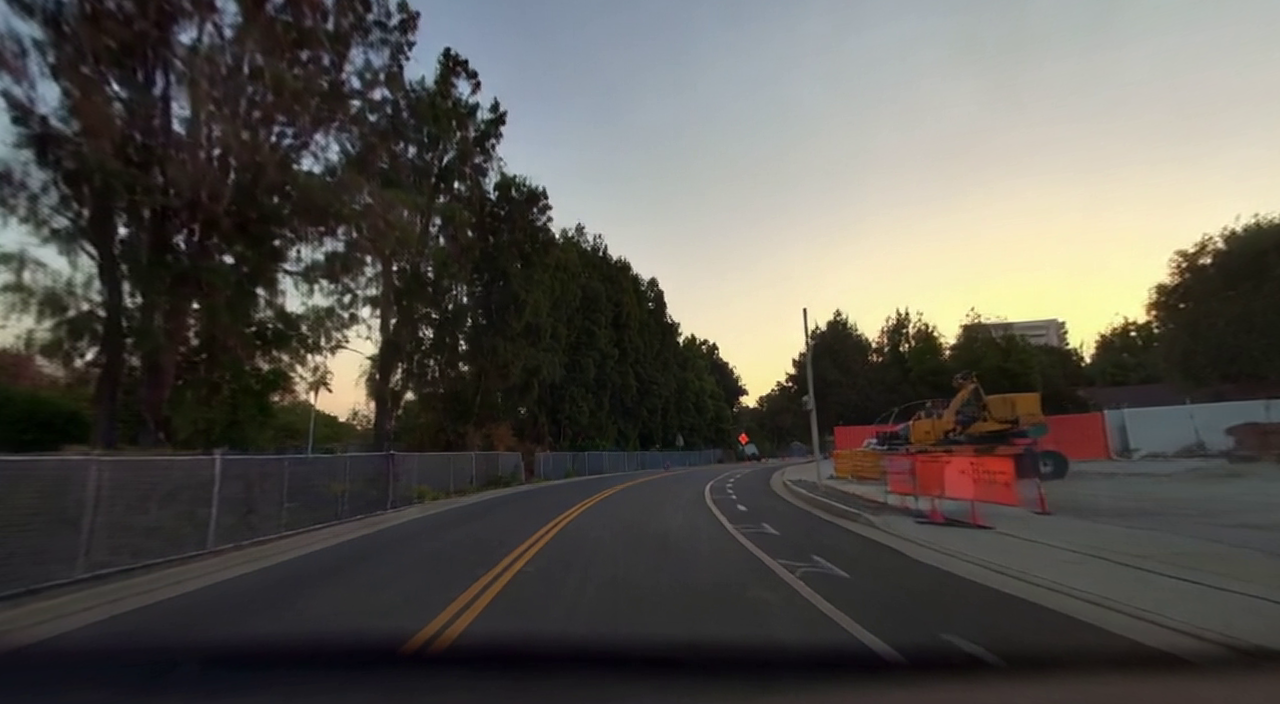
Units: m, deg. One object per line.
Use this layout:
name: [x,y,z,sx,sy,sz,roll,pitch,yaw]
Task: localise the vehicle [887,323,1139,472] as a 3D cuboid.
vehicle: [11.222,1.892,20.892,2.984,3.691,10.409,-1,-9,6]
